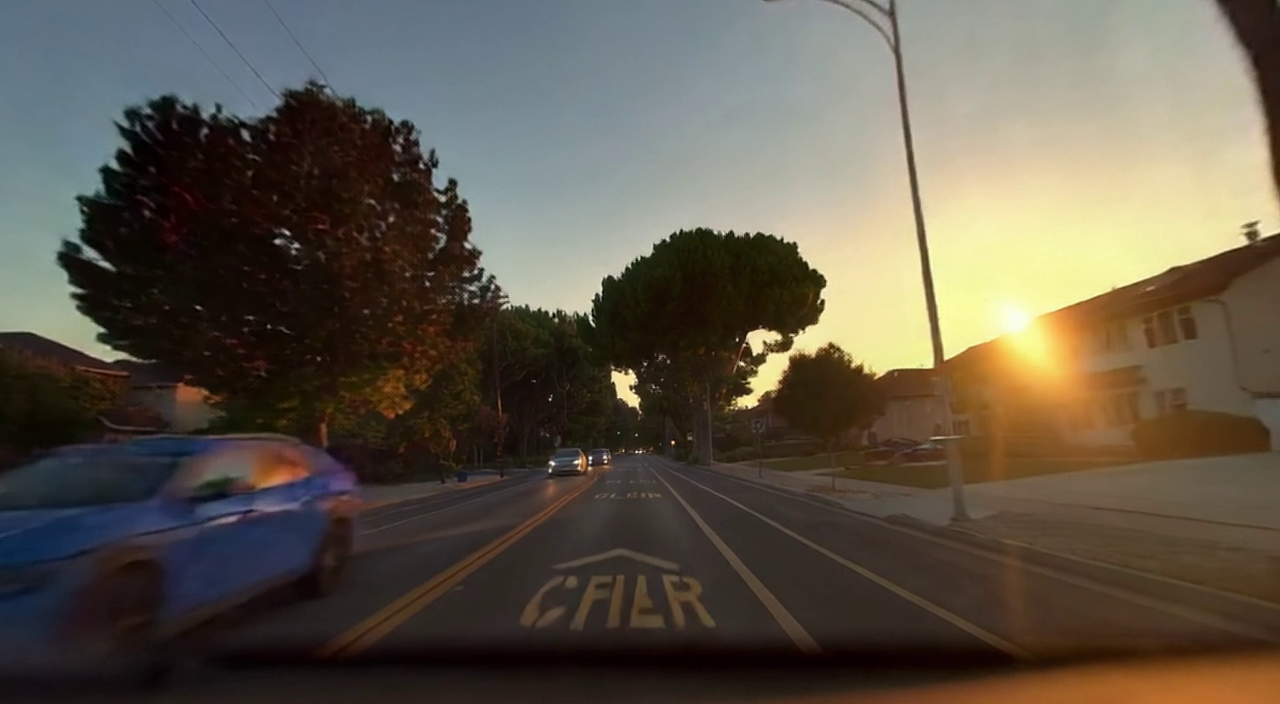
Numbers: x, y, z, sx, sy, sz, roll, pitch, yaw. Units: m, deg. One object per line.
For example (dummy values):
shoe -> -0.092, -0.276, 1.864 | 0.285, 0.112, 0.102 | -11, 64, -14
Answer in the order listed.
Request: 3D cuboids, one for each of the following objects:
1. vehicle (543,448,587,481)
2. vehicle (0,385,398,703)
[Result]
vehicle -> -4.355, 6.550, 37.125 | 2.055, 1.757, 4.494 | 0, -9, 0
vehicle -> -3.529, 1.268, 4.323 | 2.090, 1.689, 4.232 | 0, -9, -1
